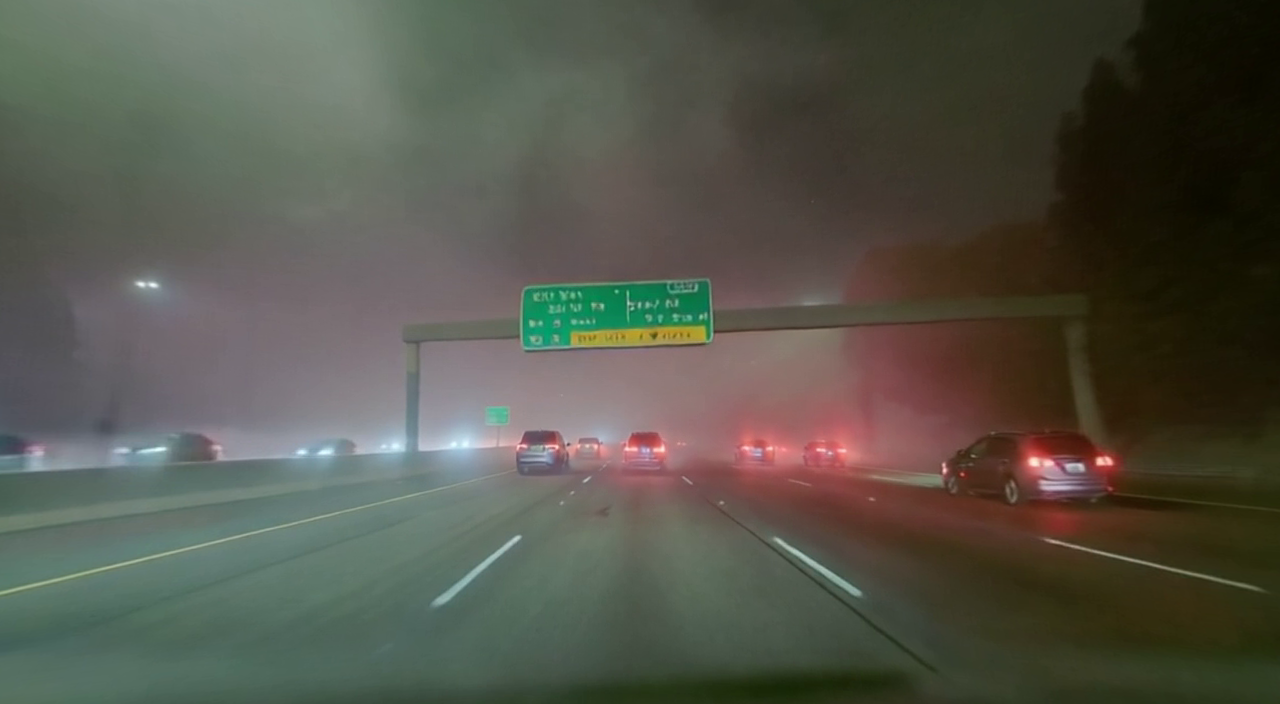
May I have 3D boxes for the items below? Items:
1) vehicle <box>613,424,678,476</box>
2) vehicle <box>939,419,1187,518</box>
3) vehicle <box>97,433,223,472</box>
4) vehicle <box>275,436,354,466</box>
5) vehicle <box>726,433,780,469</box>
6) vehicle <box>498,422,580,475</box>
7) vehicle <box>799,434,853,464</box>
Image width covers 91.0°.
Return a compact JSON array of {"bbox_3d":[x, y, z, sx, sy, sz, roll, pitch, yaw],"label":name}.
[{"bbox_3d":[0.197,3.581,23.104,2.181,1.728,3.970,0,-8,1],"label":"vehicle"},{"bbox_3d":[7.705,2.152,12.075,1.989,1.569,3.964,0,-8,0],"label":"vehicle"},{"bbox_3d":[-21.630,4.544,28.664,2.062,1.609,4.552,0,-8,1],"label":"vehicle"},{"bbox_3d":[-17.807,5.427,34.720,1.892,1.504,4.406,0,-8,1],"label":"vehicle"},{"bbox_3d":[5.629,5.014,31.950,2.022,1.682,4.226,0,-8,1],"label":"vehicle"},{"bbox_3d":[-3.642,3.614,23.639,2.199,1.777,4.790,0,-8,1],"label":"vehicle"},{"bbox_3d":[11.672,6.091,39.776,2.010,1.765,4.375,0,-8,0],"label":"vehicle"}]
